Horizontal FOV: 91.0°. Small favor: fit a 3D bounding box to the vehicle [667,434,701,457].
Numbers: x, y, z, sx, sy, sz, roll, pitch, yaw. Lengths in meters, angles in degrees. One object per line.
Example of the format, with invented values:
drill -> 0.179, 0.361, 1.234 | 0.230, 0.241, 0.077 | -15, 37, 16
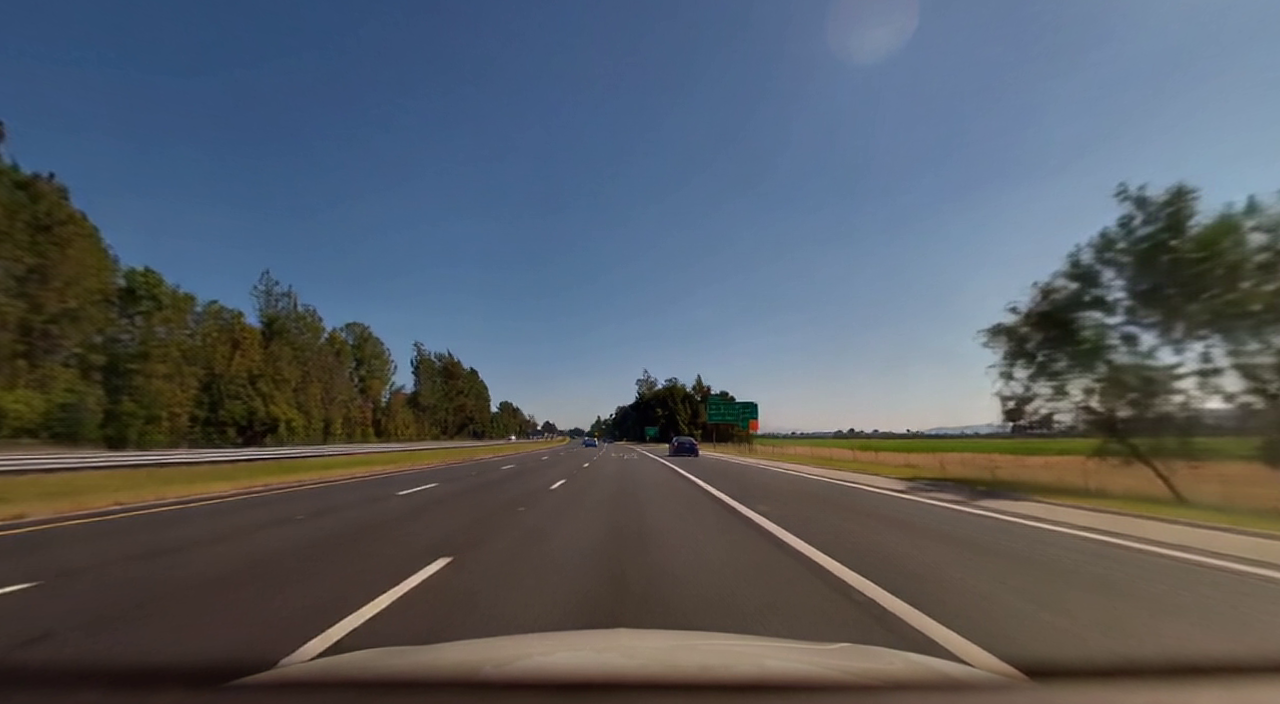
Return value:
vehicle -> 3.286, 7.030, 47.636 | 2.084, 1.614, 4.762 | 0, -8, -2
